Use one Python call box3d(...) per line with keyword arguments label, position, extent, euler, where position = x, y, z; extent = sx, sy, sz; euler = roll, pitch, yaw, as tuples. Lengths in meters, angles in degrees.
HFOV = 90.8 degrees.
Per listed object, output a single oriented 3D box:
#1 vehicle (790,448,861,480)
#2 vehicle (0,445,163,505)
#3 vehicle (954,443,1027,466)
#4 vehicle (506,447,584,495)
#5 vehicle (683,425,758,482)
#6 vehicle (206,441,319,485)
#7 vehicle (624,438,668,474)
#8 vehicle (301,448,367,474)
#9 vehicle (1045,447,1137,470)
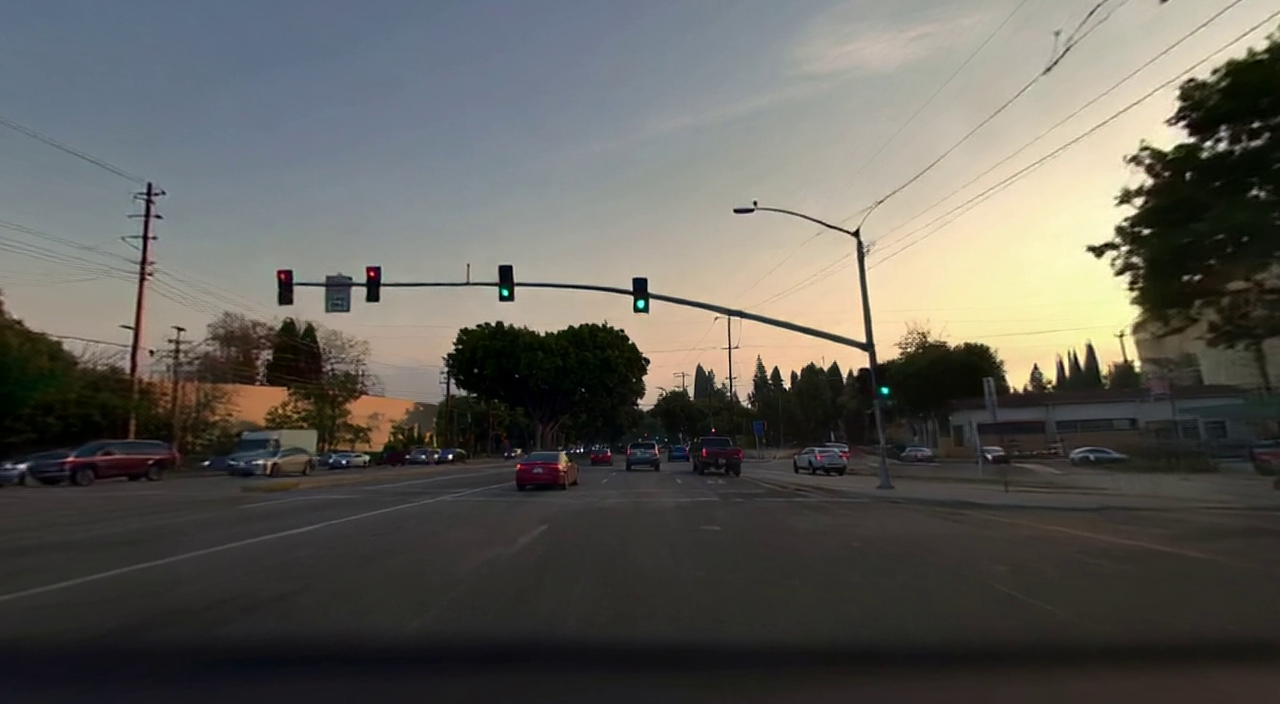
box3d(label="vehicle", position=(10.421, 6.303, 35.845), extent=(2.010, 1.633, 4.246), euler=(2, -9, -12))
box3d(label="vehicle", position=(-18.173, 3.868, 20.358), extent=(1.958, 1.683, 4.559), euler=(0, -9, 1))
box3d(label="vehicle", position=(27.489, 8.063, 49.722), extent=(2.012, 1.701, 4.524), euler=(5, -10, -31))
box3d(label="vehicle", position=(-3.185, 4.088, 22.142), extent=(1.939, 1.494, 4.499), euler=(0, -9, 1))
box3d(label="vehicle", position=(3.975, 5.238, 32.883), extent=(2.905, 2.636, 6.895), euler=(0, -9, -1))
box3d(label="vehicle", position=(-17.699, 5.211, 30.004), extent=(2.000, 1.894, 5.301), euler=(0, -9, 1))
box3d(label="vehicle", position=(0.388, 6.591, 40.313), extent=(2.643, 2.145, 5.585), euler=(0, -9, 1))
box3d(label="vehicle", position=(-20.812, 7.434, 43.205), extent=(2.129, 1.668, 4.614), euler=(-1, -9, 1))
box3d(label="vehicle", position=(30.757, 7.236, 43.214), extent=(1.868, 1.447, 4.690), euler=(5, -10, -29))
